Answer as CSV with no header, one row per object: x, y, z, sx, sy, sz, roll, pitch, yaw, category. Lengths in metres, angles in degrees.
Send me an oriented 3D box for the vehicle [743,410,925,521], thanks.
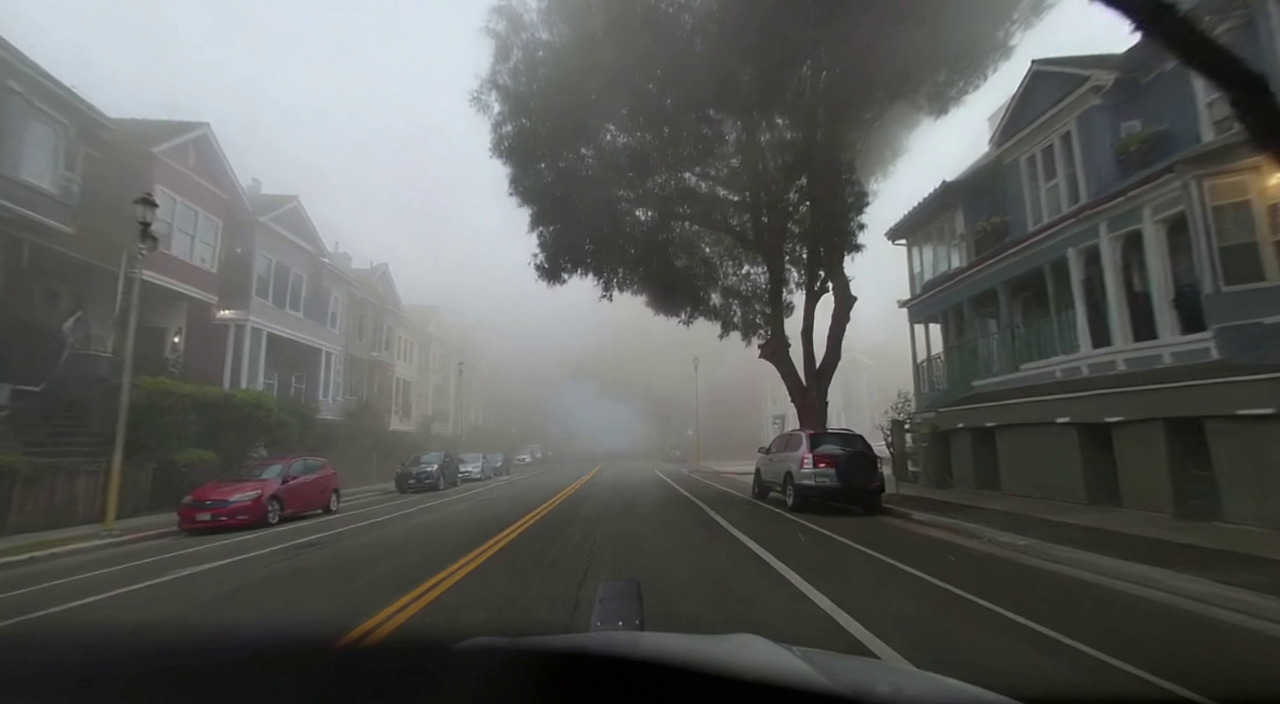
4.132,2.571,14.840,2.393,2.075,5.683,0,-8,-1,vehicle

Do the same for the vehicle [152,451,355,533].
-8.447,3.052,14.430,1.983,1.514,4.459,0,-9,-3,vehicle

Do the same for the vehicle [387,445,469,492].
-8.464,4.677,25.681,1.919,1.698,4.328,-1,-9,-1,vehicle
